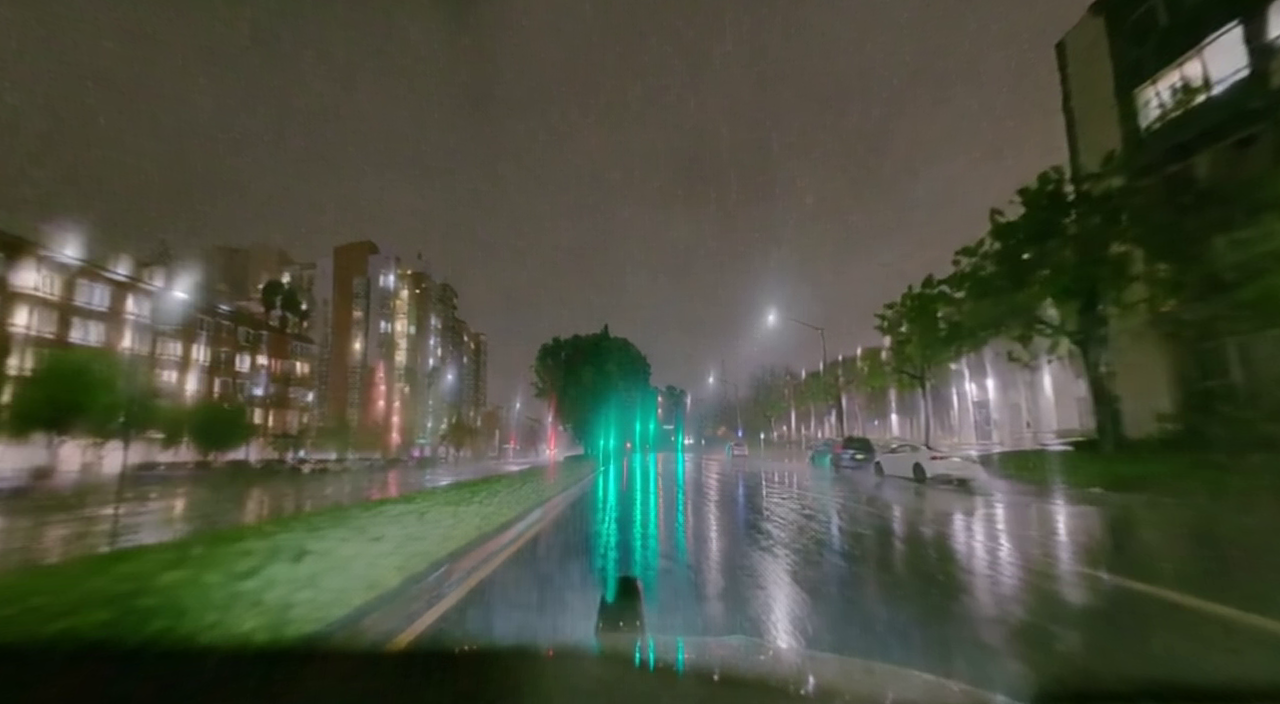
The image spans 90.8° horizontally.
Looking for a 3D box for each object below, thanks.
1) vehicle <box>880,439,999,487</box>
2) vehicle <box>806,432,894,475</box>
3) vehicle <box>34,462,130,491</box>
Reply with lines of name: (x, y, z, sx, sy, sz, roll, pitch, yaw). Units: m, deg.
vehicle: (10.100, 3.762, 21.761, 1.964, 1.477, 4.459, 0, -9, 0)
vehicle: (9.860, 4.814, 30.201, 2.272, 1.843, 4.913, 1, -9, -3)
vehicle: (-32.843, 7.315, 37.244, 3.802, 1.590, 1.968, -1, -9, 3)
